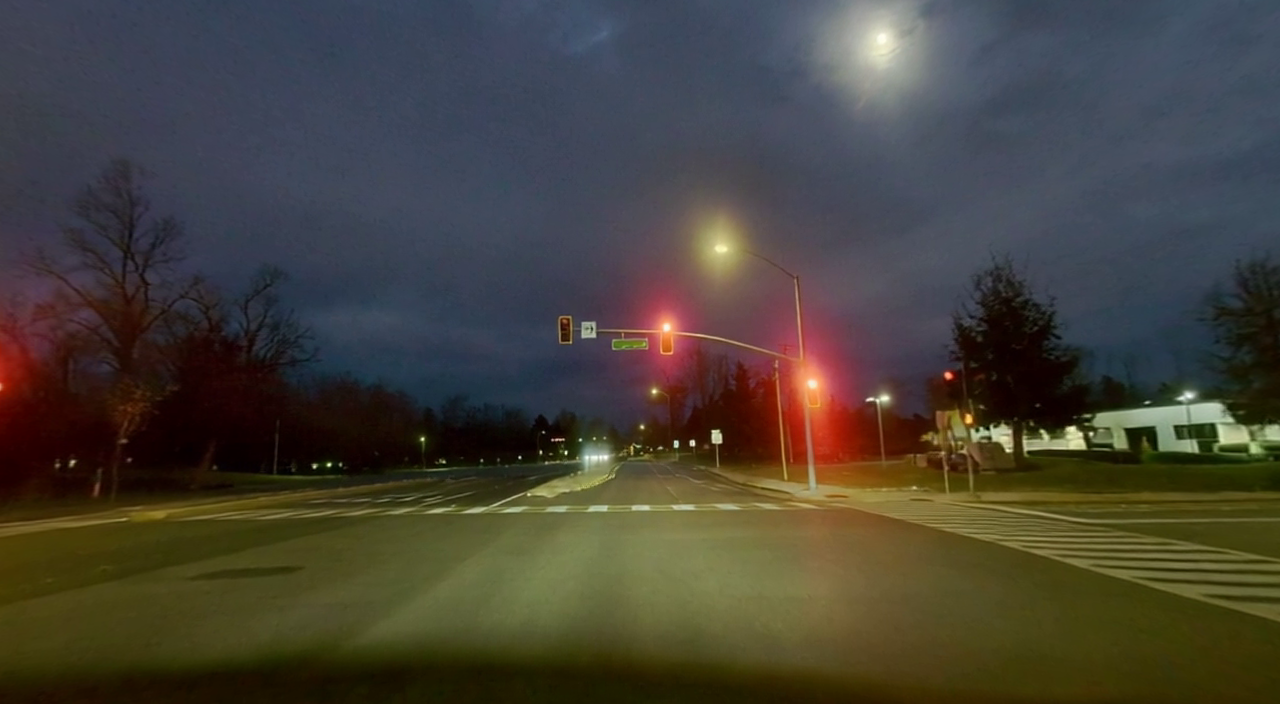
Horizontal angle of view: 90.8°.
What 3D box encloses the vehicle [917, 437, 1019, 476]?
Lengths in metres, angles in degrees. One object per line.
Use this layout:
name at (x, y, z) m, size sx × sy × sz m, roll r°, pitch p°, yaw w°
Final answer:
vehicle at (15.057, 4.834, 29.354) m, size 1.959 × 1.471 × 4.570 m, roll -4°, pitch -9°, yaw -5°
